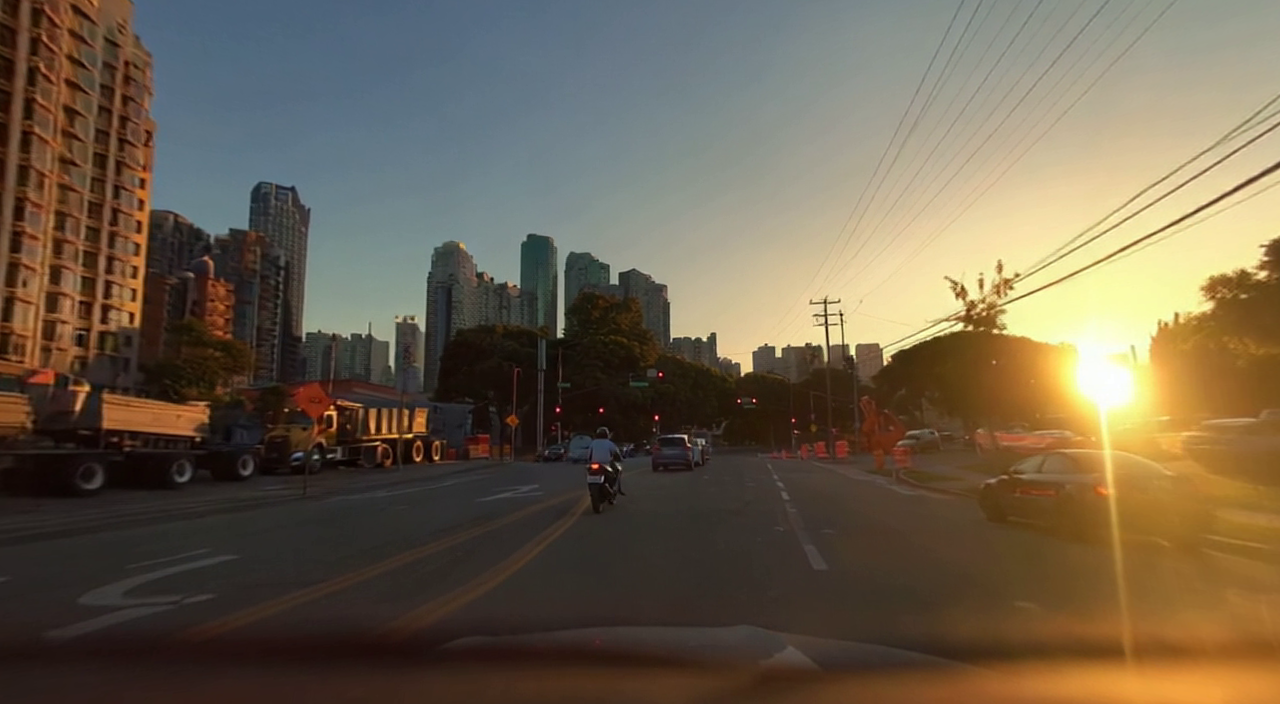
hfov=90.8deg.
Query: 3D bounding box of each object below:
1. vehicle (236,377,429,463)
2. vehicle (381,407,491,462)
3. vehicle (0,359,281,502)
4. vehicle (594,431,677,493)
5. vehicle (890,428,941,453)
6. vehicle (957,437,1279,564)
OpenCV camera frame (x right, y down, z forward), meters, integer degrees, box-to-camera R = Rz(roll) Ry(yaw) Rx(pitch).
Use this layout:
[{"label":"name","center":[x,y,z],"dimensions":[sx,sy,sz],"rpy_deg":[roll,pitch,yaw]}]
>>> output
[{"label":"vehicle","center":[-13.702,3.392,29.720],"dimensions":[2.996,3.170,10.153],"rpy_deg":[-5,-9,7]},{"label":"vehicle","center":[-12.734,5.170,40.956],"dimensions":[2.970,2.938,11.622],"rpy_deg":[-3,-6,2]},{"label":"vehicle","center":[-15.013,2.385,18.500],"dimensions":[2.990,3.144,9.080],"rpy_deg":[-1,-8,5]},{"label":"vehicle","center":[-0.008,3.164,18.527],"dimensions":[1.925,1.602,4.090],"rpy_deg":[-1,-8,7]},{"label":"vehicle","center":[20.240,6.580,46.630],"dimensions":[1.918,1.732,4.650],"rpy_deg":[-1,-8,5]},{"label":"vehicle","center":[6.869,2.077,9.732],"dimensions":[1.973,1.457,4.522],"rpy_deg":[-1,-8,6]}]
